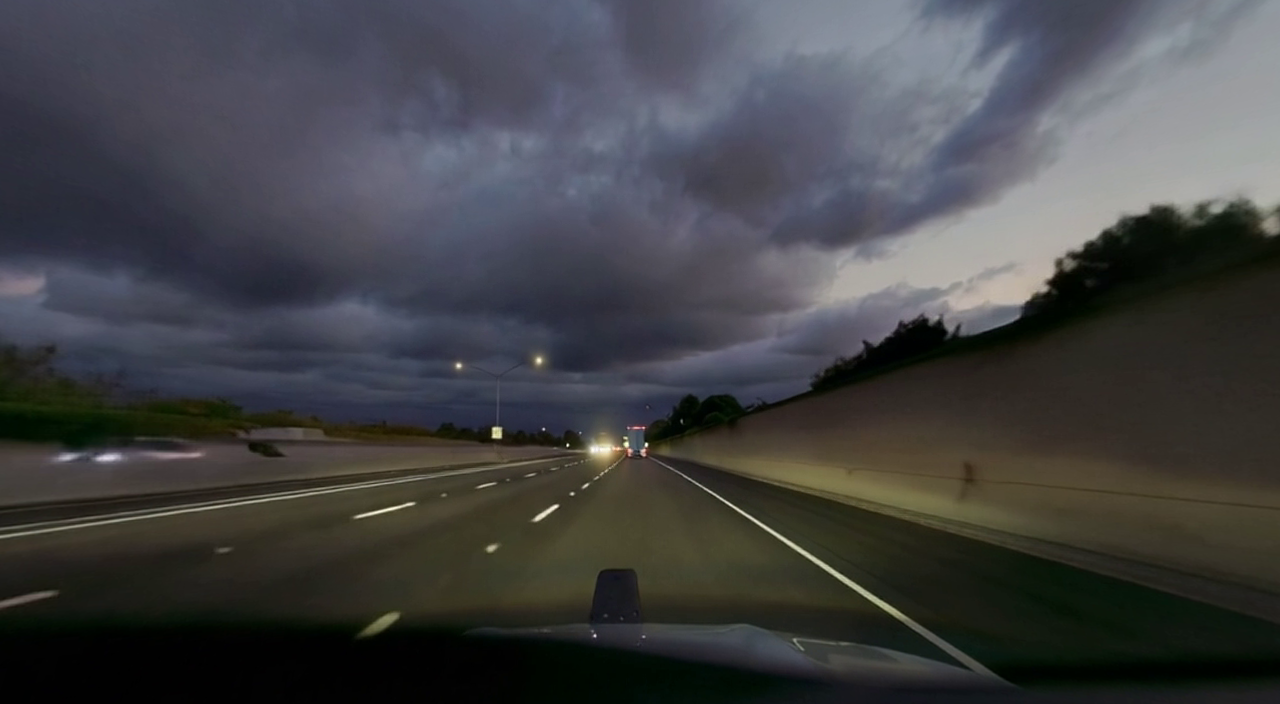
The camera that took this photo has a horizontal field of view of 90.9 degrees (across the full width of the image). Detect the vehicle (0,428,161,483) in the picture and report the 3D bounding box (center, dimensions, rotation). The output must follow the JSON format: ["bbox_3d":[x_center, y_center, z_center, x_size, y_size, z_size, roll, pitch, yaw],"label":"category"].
[{"bbox_3d":[-19.795,3.659,22.380,2.097,1.728,4.316,0,-9,0],"label":"vehicle"}]
